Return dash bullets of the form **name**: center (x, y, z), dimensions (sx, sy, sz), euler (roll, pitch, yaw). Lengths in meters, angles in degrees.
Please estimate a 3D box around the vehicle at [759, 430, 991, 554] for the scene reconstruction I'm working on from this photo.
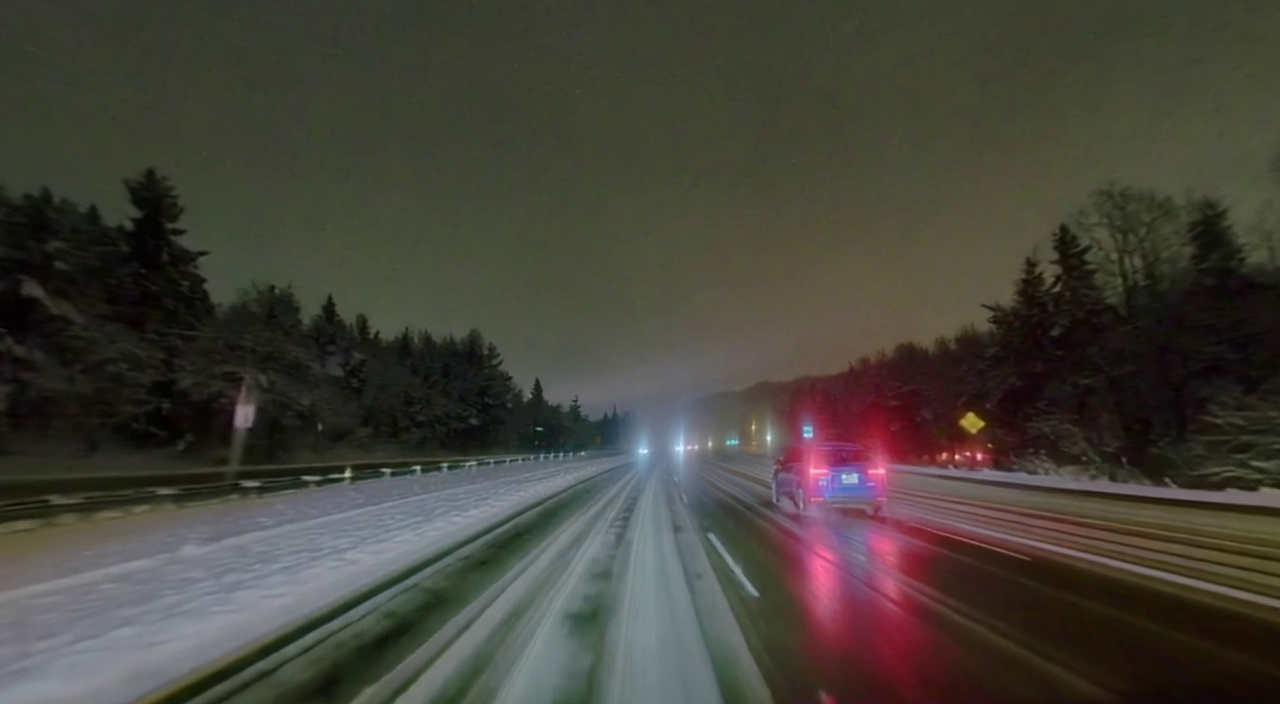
- **vehicle**: center (3.409, 2.105, 10.250), dimensions (2.050, 1.546, 4.344), euler (0, -8, 0)
